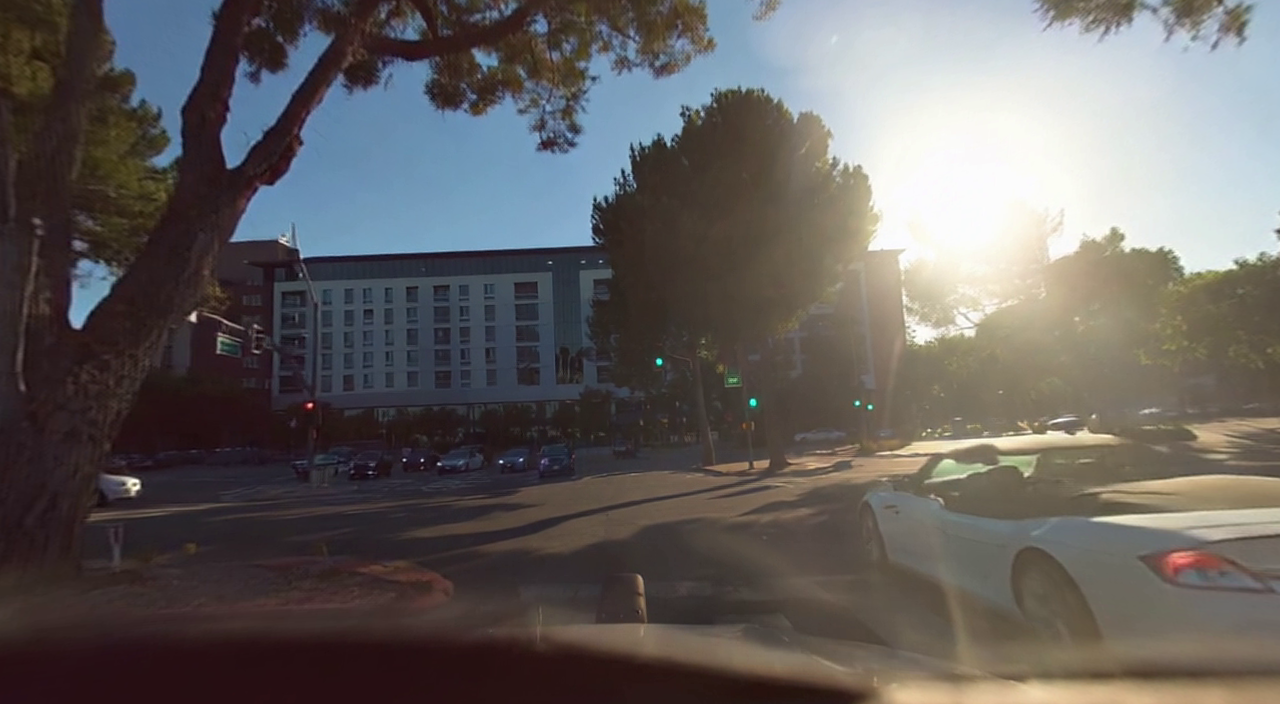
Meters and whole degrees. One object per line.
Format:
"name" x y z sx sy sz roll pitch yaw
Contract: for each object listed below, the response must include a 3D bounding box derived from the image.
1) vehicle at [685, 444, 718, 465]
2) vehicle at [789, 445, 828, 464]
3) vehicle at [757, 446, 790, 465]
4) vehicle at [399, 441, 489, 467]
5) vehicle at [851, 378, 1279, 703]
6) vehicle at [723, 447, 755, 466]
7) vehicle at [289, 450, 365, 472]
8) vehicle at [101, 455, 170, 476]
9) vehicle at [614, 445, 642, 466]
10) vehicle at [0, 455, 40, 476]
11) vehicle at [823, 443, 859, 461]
"vehicle" 4.597 7.754 47.952 1.983 1.453 4.180 0 -9 -1
"vehicle" 12.803 7.781 48.113 2.006 1.371 3.426 0 -9 0
"vehicle" 10.108 7.860 48.004 1.692 1.343 3.352 0 -9 -1
"vehicle" -14.600 7.645 47.302 6.021 1.868 2.172 0 -9 1
"vehicle" 3.309 1.195 4.718 1.903 1.529 4.254 0 -9 -1
"vehicle" 7.503 7.962 48.266 1.889 1.358 3.751 0 -9 1
"vehicle" -21.563 7.509 43.587 4.207 1.508 1.875 0 -9 2
"vehicle" -36.236 8.159 45.471 1.709 1.410 3.945 0 -9 -1
"vehicle" -0.928 7.874 48.214 2.024 1.489 4.613 0 -9 -1
"vehicle" -46.142 8.253 45.980 1.627 1.392 3.330 0 -9 0
"vehicle" 15.311 7.627 48.233 1.704 1.365 3.315 0 -9 1
